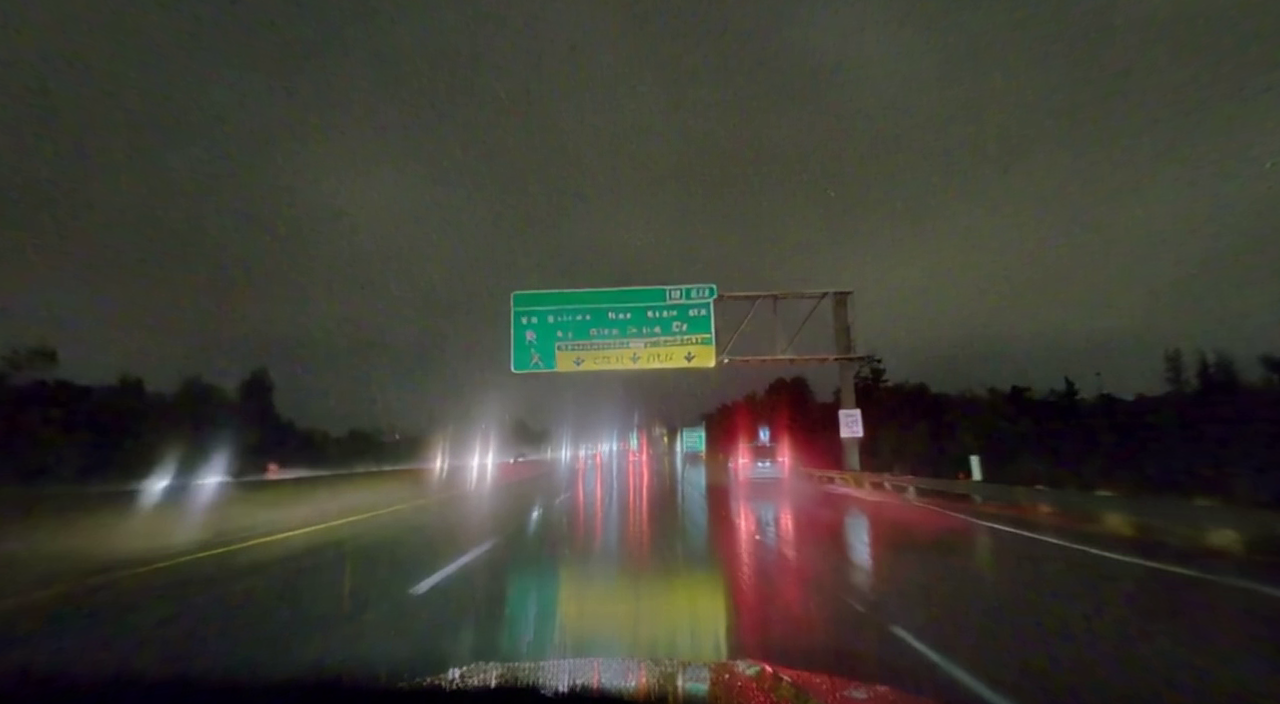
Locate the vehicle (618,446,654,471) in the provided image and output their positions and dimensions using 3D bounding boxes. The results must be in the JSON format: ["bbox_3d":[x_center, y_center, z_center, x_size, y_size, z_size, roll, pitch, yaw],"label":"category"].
[{"bbox_3d":[-0.235,7.157,42.213,1.969,1.595,3.964,-2,-9,6],"label":"vehicle"}]

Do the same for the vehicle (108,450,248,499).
[{"bbox_3d":[-17.475,4.618,24.064,1.989,1.664,4.719,0,-9,-3],"label":"vehicle"}]

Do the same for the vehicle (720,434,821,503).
[{"bbox_3d":[3.501,3.220,17.717,2.143,1.667,4.221,-1,-9,3],"label":"vehicle"}]
